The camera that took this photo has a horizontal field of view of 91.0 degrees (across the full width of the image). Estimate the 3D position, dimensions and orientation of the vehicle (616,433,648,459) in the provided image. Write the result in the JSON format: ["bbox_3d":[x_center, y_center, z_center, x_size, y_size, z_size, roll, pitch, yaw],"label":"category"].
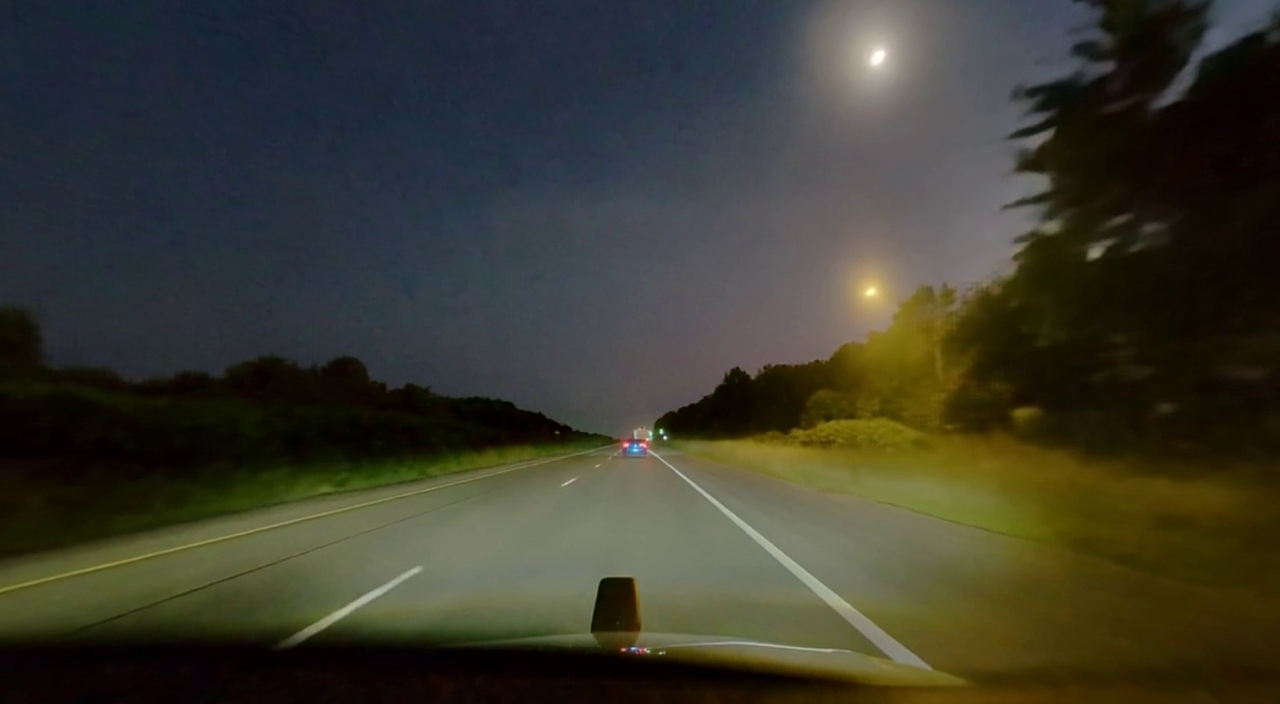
[{"bbox_3d":[-0.567,6.684,44.801,2.180,1.717,4.139,0,-8,-1],"label":"vehicle"}]
